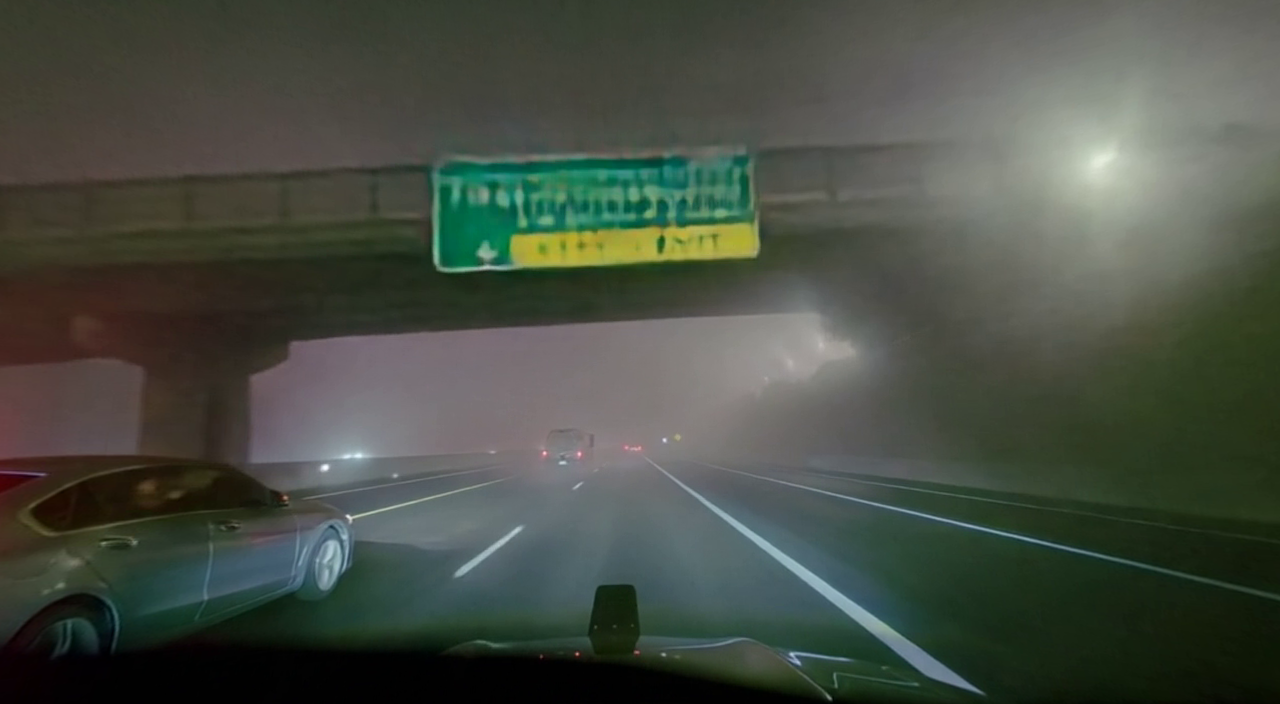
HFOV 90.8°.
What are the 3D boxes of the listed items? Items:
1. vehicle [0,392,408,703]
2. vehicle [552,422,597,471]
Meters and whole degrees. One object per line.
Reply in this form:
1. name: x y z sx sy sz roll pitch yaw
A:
1. vehicle: -3.589 1.268 4.669 2.025 1.556 4.594 0 -9 0
2. vehicle: -4.250 6.317 42.196 2.364 2.953 6.732 0 -9 -1
